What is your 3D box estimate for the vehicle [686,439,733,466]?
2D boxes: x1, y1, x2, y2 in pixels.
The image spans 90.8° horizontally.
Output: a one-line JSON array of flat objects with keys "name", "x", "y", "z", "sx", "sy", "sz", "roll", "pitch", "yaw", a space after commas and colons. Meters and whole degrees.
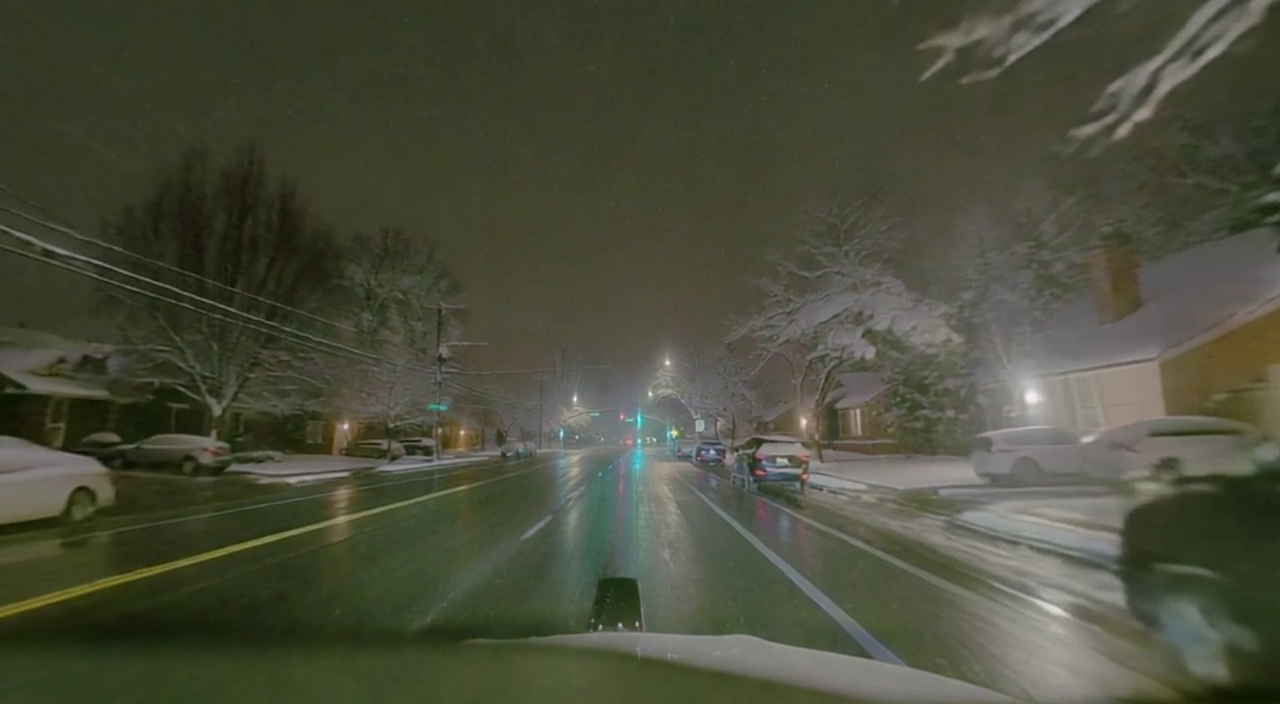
[{"name": "vehicle", "x": 4.010, "y": 5.916, "z": 37.345, "sx": 1.997, "sy": 1.510, "sz": 4.555, "roll": 1, "pitch": -8, "yaw": -3}]

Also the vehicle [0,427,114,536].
[{"name": "vehicle", "x": -10.855, "y": 2.050, "z": 9.712, "sx": 1.964, "sy": 1.667, "sz": 4.217, "roll": -3, "pitch": -9, "yaw": -2}]

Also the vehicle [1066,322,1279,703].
[{"name": "vehicle", "x": 3.940, "y": 0.673, "z": 1.695, "sx": 2.120, "sy": 1.916, "sz": 4.836, "roll": 0, "pitch": -8, "yaw": -1}]

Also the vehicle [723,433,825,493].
[{"name": "vehicle", "x": 3.997, "y": 3.394, "z": 19.754, "sx": 1.999, "sy": 1.615, "sz": 4.513, "roll": 1, "pitch": -8, "yaw": -3}]

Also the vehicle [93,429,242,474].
[{"name": "vehicle", "x": -19.165, "y": 4.042, "z": 25.791, "sx": 4.484, "sy": 1.733, "sz": 1.913, "roll": 0, "pitch": -8, "yaw": 0}]
